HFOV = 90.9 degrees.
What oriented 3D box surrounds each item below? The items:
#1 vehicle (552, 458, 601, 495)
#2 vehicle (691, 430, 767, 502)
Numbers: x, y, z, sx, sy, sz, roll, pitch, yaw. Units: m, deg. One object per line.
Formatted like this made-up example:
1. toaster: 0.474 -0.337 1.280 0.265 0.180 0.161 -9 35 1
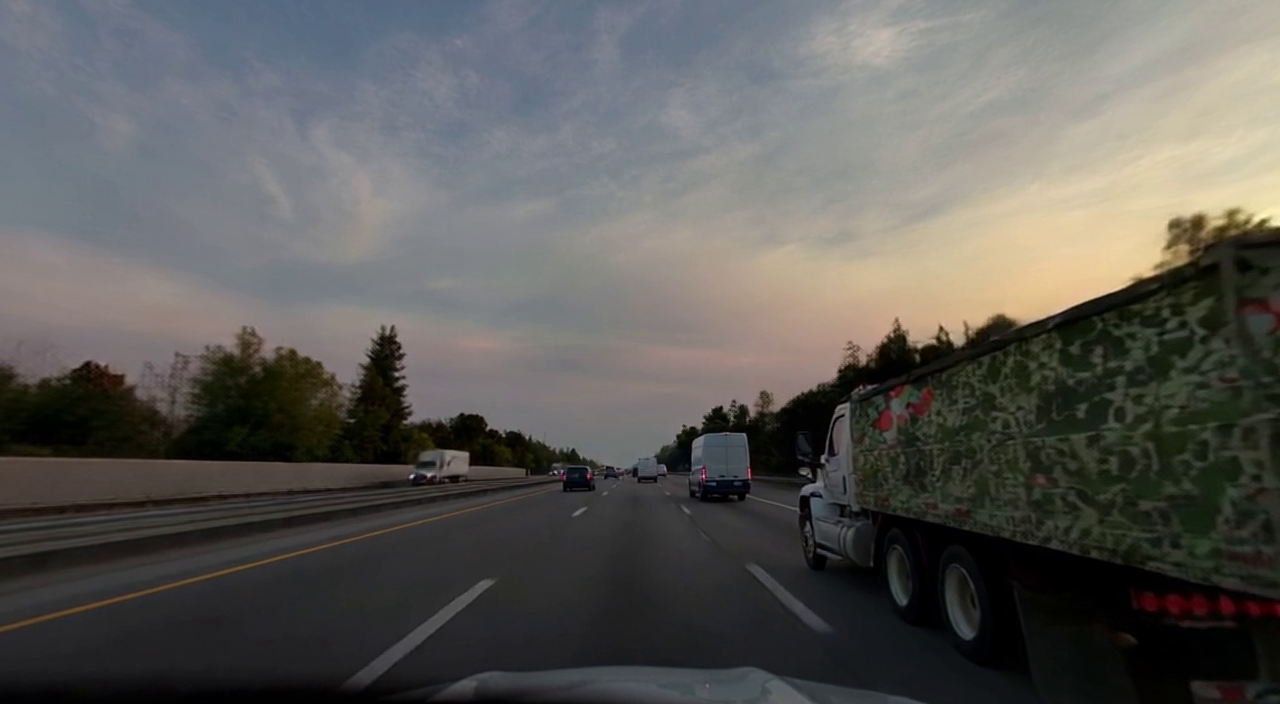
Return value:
1. vehicle: -3.485 6.953 35.340 2.204 1.852 4.661 1 -10 0
2. vehicle: 3.947 5.301 29.231 2.703 2.988 5.097 1 -11 -1
